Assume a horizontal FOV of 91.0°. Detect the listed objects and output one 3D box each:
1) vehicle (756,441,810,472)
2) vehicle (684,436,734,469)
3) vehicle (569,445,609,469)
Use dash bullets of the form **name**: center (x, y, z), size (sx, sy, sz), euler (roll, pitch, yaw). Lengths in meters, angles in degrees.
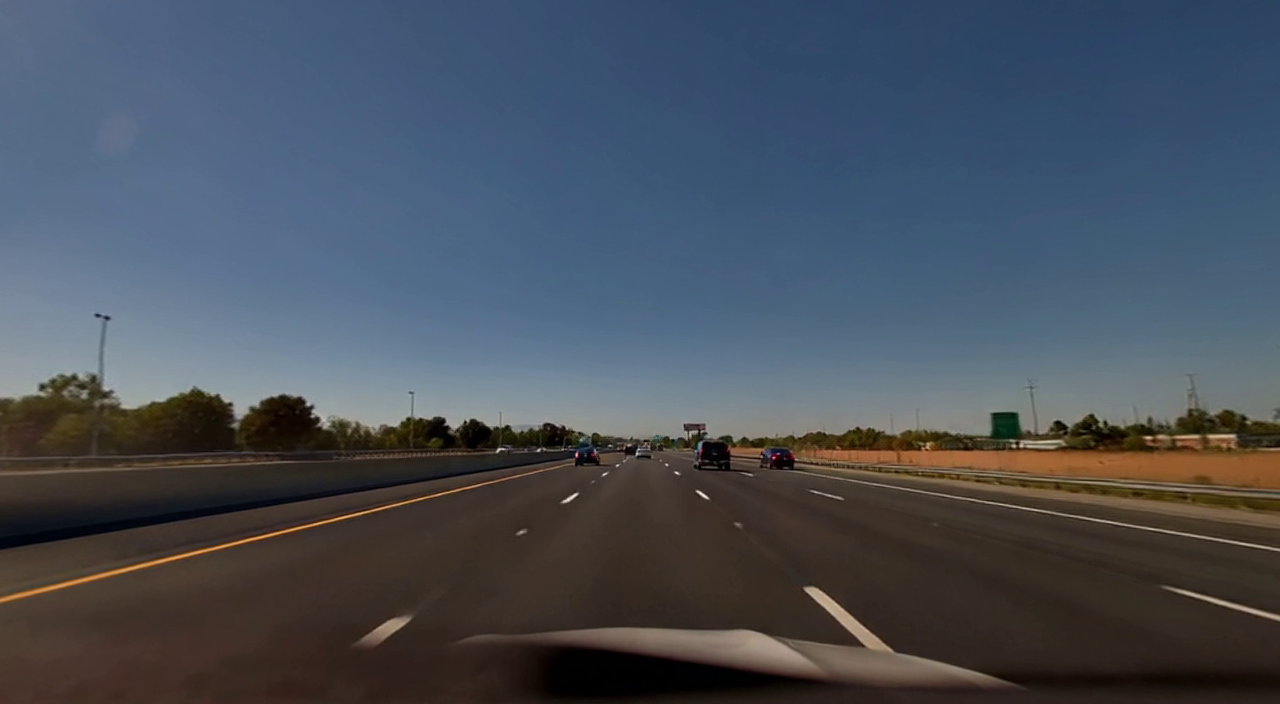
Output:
- **vehicle**: center (8.381, 6.184, 37.414), size (2.188, 1.727, 4.381), euler (0, -9, 0)
- **vehicle**: center (4.457, 6.675, 41.944), size (2.770, 1.990, 5.755), euler (0, -9, 1)
- **vehicle**: center (-3.312, 6.920, 41.717), size (2.164, 1.507, 4.748), euler (0, -9, 1)
